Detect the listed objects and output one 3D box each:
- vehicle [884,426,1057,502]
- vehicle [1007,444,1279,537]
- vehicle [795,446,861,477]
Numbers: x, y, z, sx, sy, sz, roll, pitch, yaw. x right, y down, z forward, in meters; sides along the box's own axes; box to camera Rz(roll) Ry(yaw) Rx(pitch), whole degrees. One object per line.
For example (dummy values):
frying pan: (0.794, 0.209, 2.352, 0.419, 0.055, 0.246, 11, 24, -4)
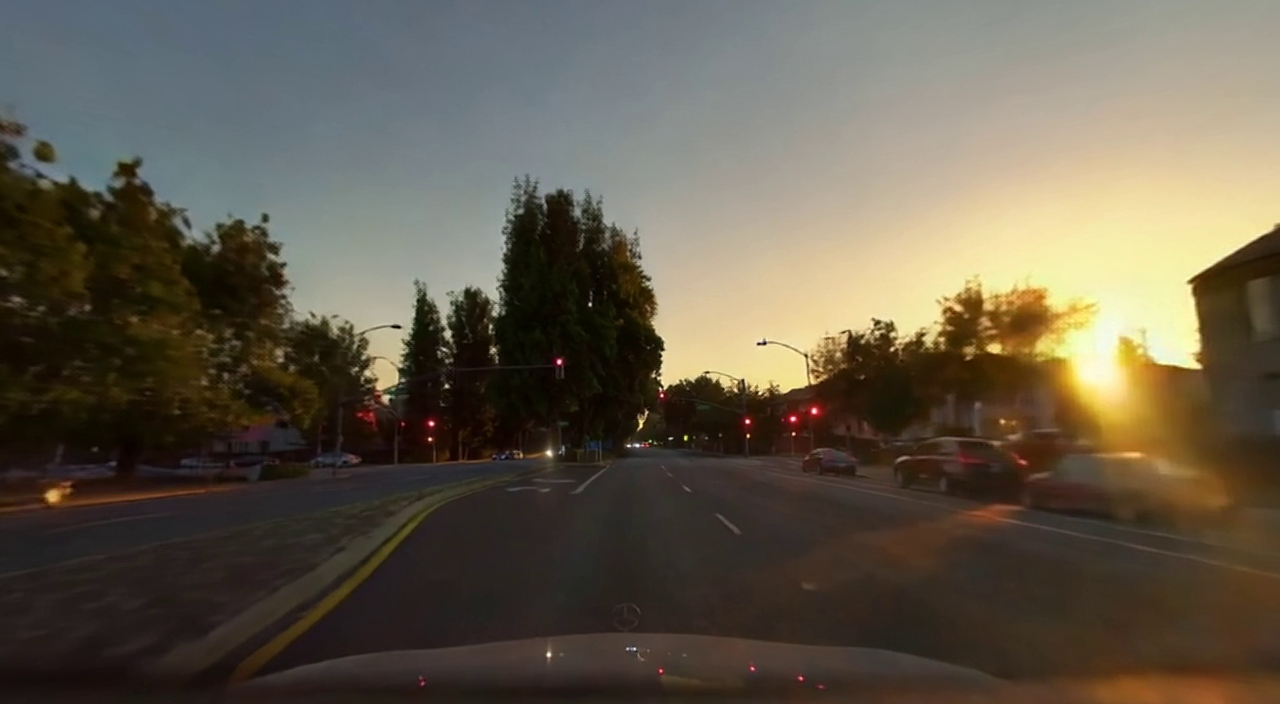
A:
vehicle: (9.812, 3.357, 19.479, 2.245, 1.983, 5.433, 0, -8, -2)
vehicle: (9.772, 2.613, 12.706, 1.931, 1.473, 4.742, 0, -8, 0)
vehicle: (9.823, 5.733, 33.494, 1.918, 1.483, 4.813, 0, -8, -1)
